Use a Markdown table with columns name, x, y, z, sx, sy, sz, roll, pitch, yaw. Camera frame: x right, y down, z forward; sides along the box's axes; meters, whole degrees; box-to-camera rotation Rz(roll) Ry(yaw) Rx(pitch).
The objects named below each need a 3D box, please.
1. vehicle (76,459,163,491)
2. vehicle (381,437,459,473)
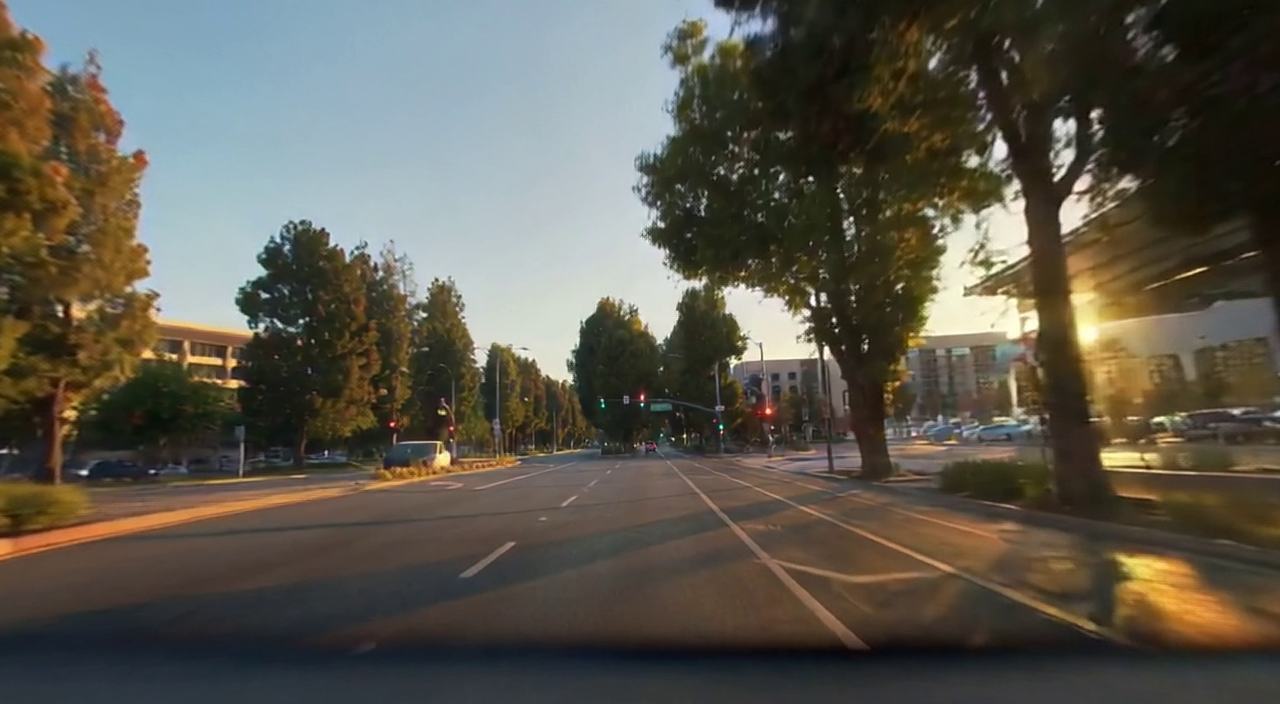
| name | x | y | z | sx | sy | sz | roll | pitch | yaw |
| --- | --- | --- | --- | --- | --- | --- | --- | --- | --- |
| vehicle | -34.402 | 8.108 | 41.871 | 2.020 | 1.812 | 4.914 | 1 | -9 | -8 |
| vehicle | -12.353 | 5.814 | 35.852 | 2.225 | 1.876 | 5.661 | 0 | -8 | 2 |
